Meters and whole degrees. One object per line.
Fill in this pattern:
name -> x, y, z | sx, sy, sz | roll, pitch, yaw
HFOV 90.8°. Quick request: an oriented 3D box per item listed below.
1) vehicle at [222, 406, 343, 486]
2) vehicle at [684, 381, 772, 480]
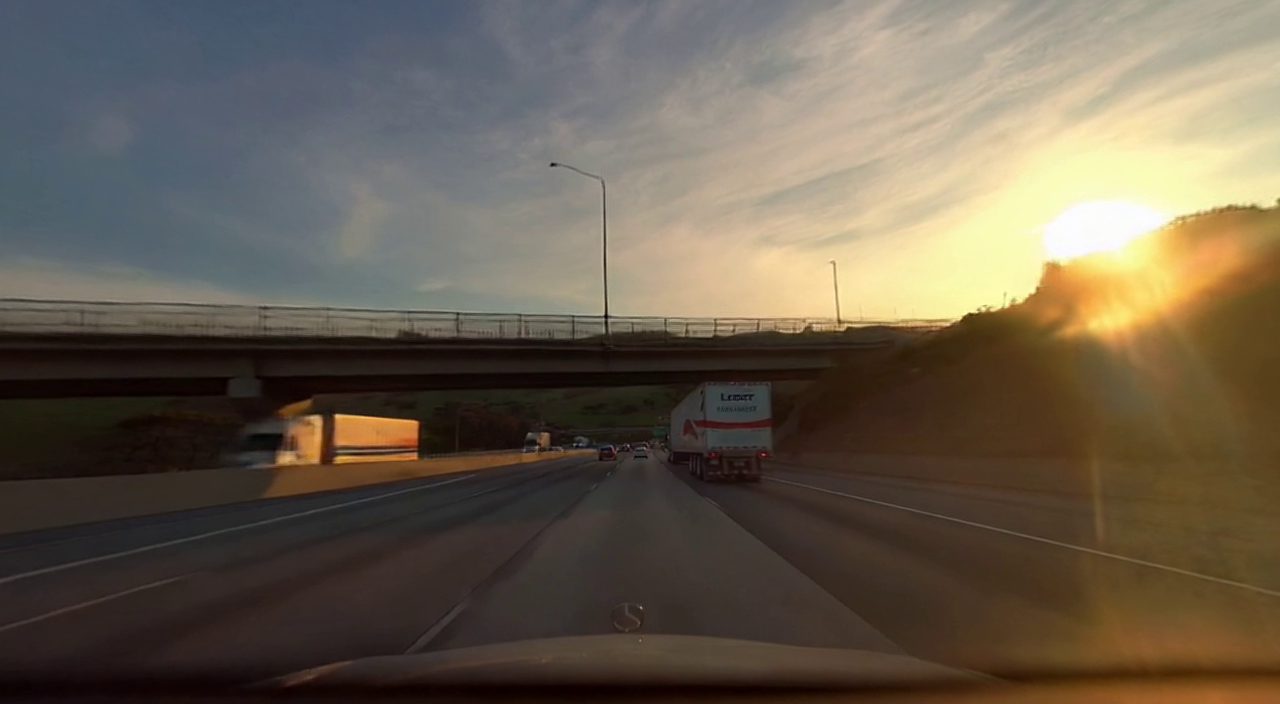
vehicle -> -19.542, 5.224, 35.014 | 3.044, 4.002, 5.865 | 0, -9, 0
vehicle -> 3.840, 3.820, 29.869 | 2.885, 3.992, 8.526 | 0, -9, 0
